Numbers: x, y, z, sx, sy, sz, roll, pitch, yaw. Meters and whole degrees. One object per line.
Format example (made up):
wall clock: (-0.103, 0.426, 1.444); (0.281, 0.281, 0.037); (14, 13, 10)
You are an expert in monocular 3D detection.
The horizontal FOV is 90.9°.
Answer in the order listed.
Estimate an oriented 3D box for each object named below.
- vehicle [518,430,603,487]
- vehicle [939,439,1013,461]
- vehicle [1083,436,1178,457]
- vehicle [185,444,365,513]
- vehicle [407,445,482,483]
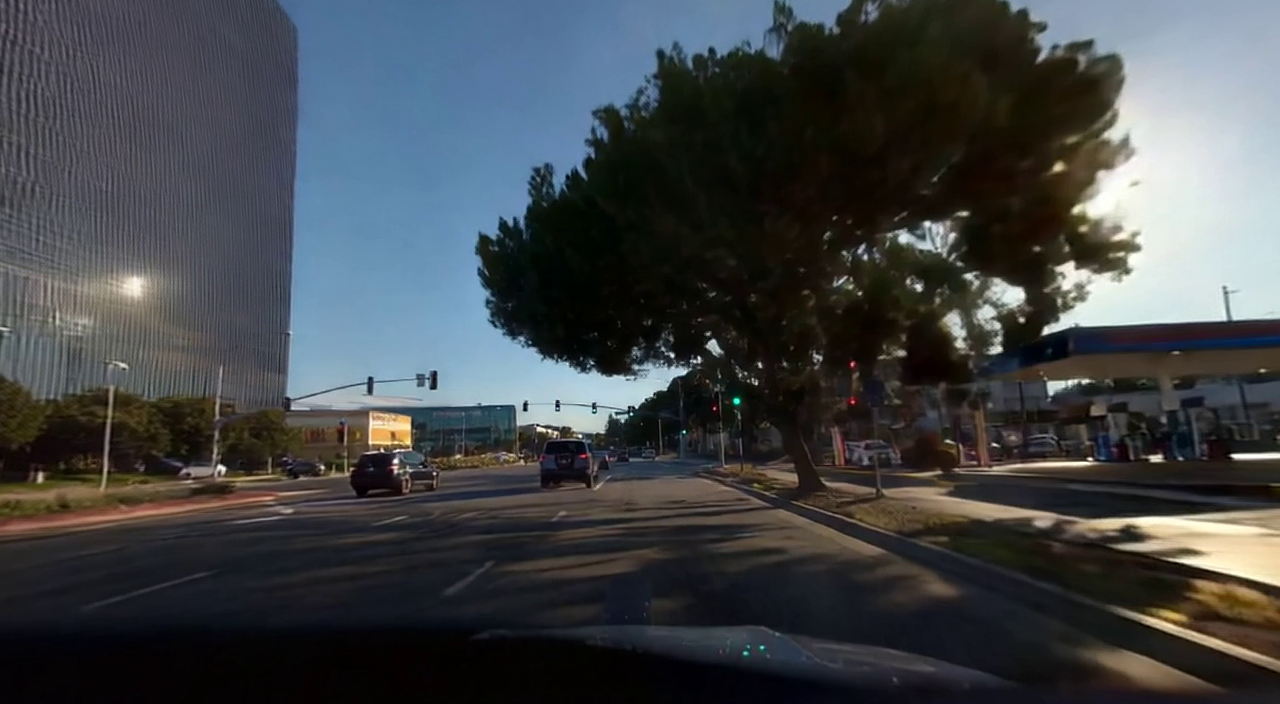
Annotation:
vehicle: (-3.169, 4.460, 26.729); (2.602, 2.091, 6.347); (-1, -8, 2)
vehicle: (25.658, 7.485, 48.298); (4.700, 1.579, 1.823); (-4, -9, 19)
vehicle: (34.983, 6.751, 45.102); (4.849, 1.399, 2.057); (-1, -9, 17)
vehicle: (-9.431, 3.264, 16.885); (1.965, 1.541, 4.718); (0, -8, 1)
vehicle: (-9.102, 5.229, 29.809); (2.068, 1.659, 4.509); (0, -8, 1)
